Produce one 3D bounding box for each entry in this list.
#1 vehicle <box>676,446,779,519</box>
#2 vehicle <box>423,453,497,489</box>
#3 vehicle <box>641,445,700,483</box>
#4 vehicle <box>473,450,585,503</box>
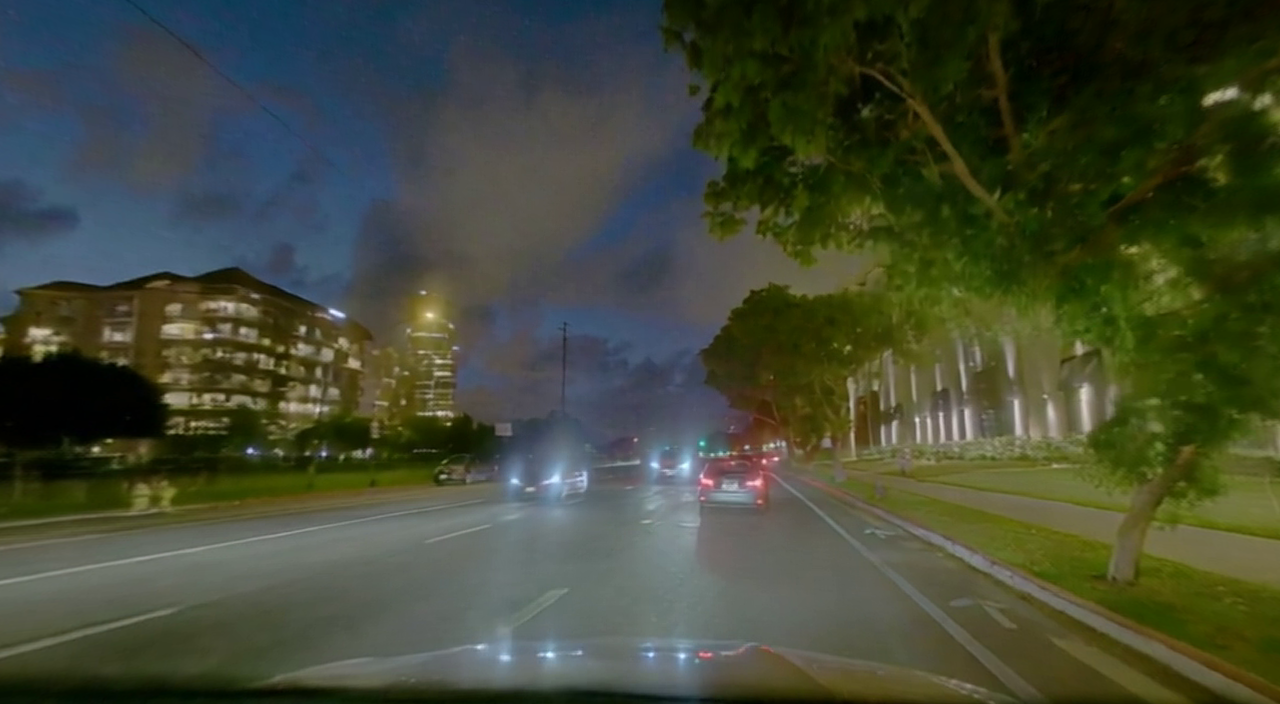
[{"bbox_3d":[2.169,3.057,15.429,2.116,1.479,4.358,-2,-9,9],"label":"vehicle"},{"bbox_3d":[-9.222,6.113,32.702,1.982,1.445,4.458,-7,-9,7],"label":"vehicle"},{"bbox_3d":[1.596,5.475,31.323,2.294,1.695,4.792,-2,-9,10],"label":"vehicle"},{"bbox_3d":[-3.459,4.003,20.798,2.170,1.465,4.648,-2,-9,10],"label":"vehicle"}]
